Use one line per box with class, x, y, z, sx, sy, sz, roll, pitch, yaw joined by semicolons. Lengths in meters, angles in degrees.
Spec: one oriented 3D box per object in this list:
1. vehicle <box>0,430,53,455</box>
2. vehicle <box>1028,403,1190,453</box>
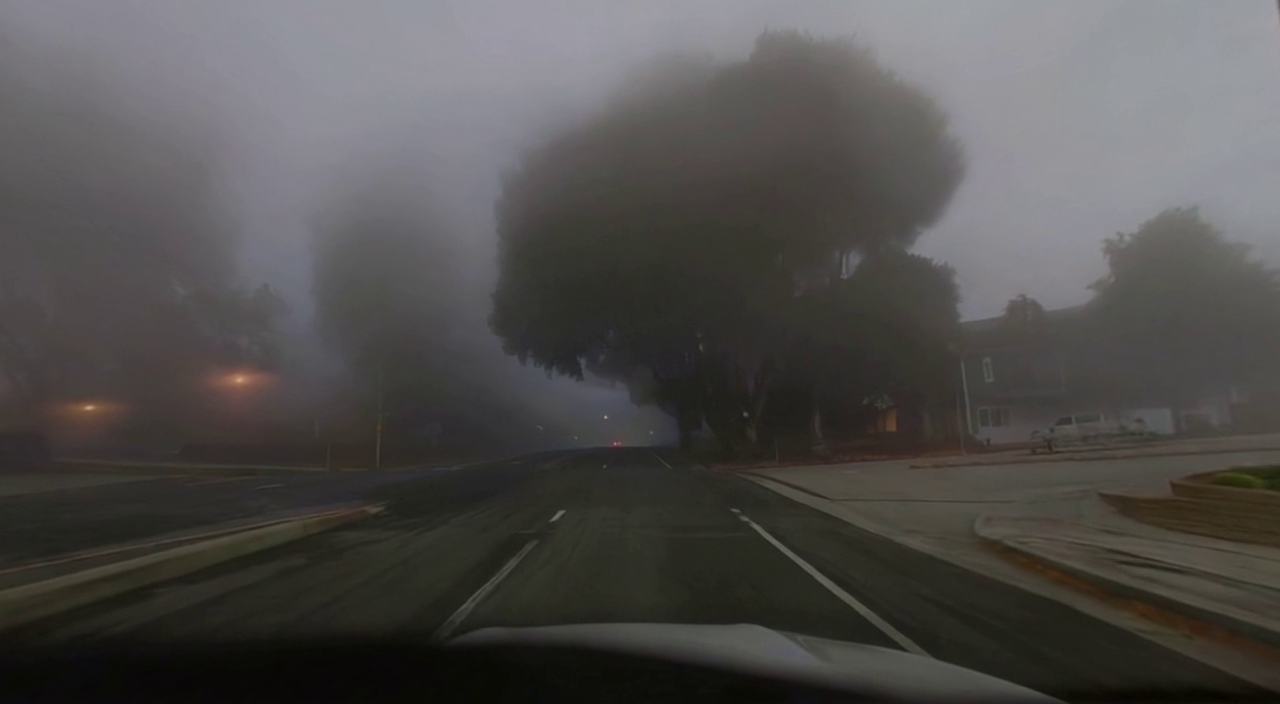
vehicle;-40.253;5.825;40.408;1.803;1.422;3.596;0;-10;1
vehicle;18.345;3.032;24.910;4.698;1.583;2.081;2;-11;0
